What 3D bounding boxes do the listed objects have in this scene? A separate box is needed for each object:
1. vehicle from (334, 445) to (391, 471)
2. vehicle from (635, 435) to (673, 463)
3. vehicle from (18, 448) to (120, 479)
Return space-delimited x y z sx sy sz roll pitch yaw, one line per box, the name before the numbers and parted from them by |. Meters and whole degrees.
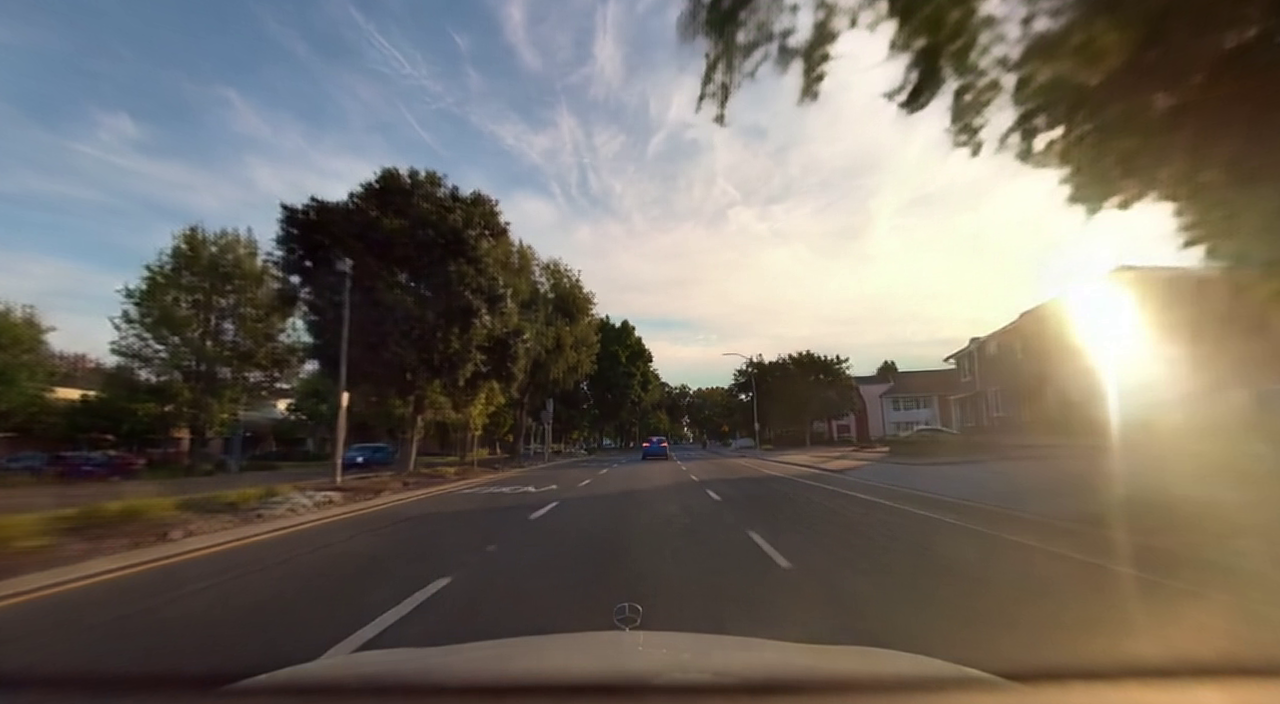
vehicle | -19.771 7.540 44.948 1.904 1.677 4.415 -1 -8 2
vehicle | 0.858 5.760 37.440 2.144 1.505 4.128 -1 -8 2
vehicle | -32.486 6.323 35.795 4.042 1.645 1.876 -1 -8 3
